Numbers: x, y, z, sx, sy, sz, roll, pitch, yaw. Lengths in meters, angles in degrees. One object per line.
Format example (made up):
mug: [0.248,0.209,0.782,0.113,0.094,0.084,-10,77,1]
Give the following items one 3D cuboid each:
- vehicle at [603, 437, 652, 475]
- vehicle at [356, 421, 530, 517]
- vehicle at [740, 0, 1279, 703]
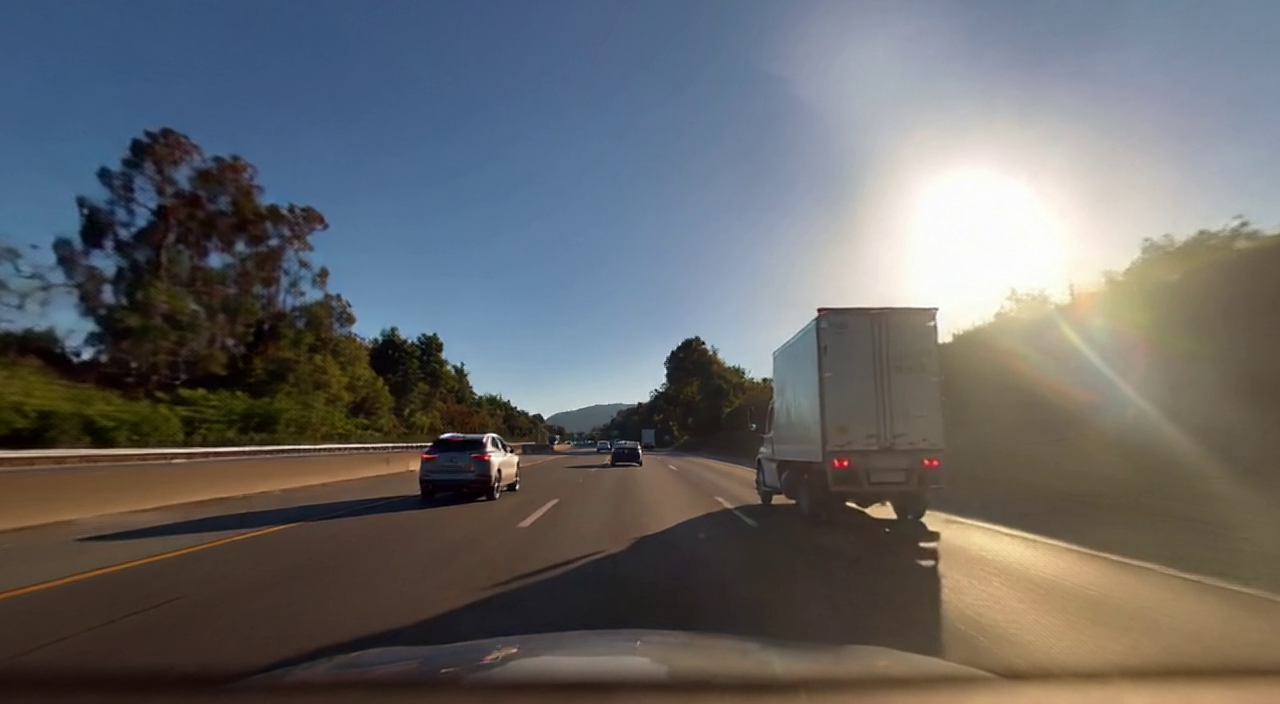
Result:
vehicle: [-0.541,4.683,28.588,2.048,1.563,4.087,0,-8,-1]
vehicle: [-3.955,2.435,13.669,2.264,1.699,4.648,0,-8,0]
vehicle: [3.860,0.341,7.591,2.946,4.111,14.652,0,-8,0]
